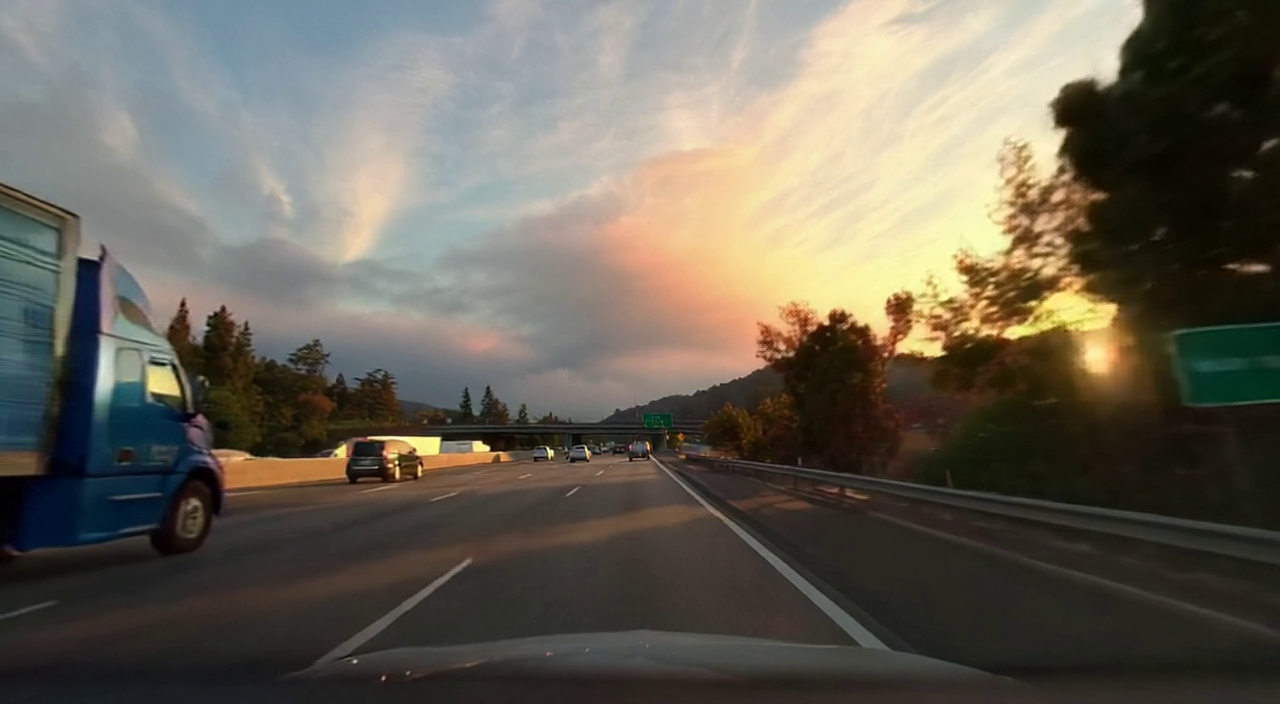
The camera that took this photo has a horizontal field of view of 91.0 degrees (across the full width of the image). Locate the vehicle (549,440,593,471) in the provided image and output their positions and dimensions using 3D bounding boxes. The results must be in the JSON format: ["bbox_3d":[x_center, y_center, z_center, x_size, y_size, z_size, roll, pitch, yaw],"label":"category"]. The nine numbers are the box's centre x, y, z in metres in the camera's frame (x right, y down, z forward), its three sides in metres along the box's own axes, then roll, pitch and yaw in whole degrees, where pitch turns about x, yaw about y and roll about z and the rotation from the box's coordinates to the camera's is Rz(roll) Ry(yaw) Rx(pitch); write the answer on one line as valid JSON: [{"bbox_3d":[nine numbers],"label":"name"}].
[{"bbox_3d":[-4.027,6.147,37.481,2.094,1.695,4.260,0,-9,1],"label":"vehicle"}]

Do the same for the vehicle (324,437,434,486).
[{"bbox_3d":[-10.327,4.368,25.497,2.146,1.764,5.510,0,-9,-1],"label":"vehicle"}]

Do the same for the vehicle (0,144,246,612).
[{"bbox_3d":[-7.005,-0.101,3.190,3.303,3.868,10.298,0,-9,0],"label":"vehicle"}]
